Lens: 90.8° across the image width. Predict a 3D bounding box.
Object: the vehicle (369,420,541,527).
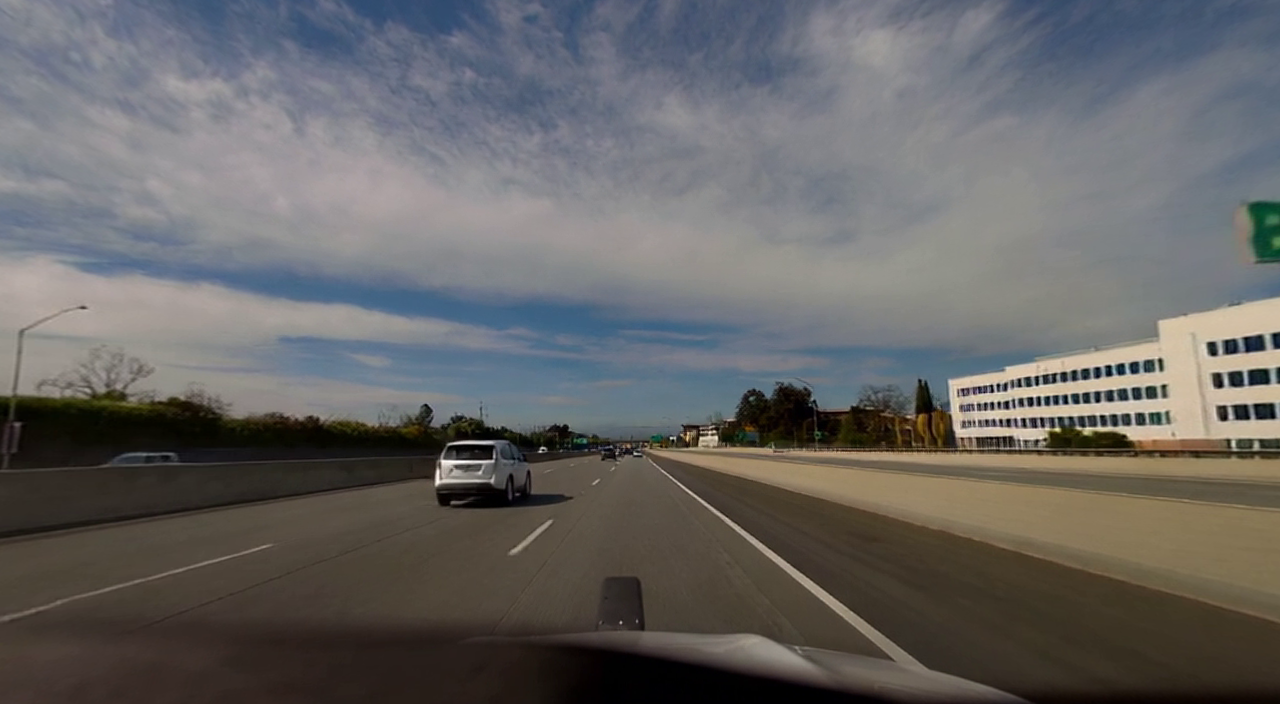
[{"bbox_3d":[-3.586,2.467,13.425,2.145,1.828,4.867,0,-9,0],"label":"vehicle"}]
